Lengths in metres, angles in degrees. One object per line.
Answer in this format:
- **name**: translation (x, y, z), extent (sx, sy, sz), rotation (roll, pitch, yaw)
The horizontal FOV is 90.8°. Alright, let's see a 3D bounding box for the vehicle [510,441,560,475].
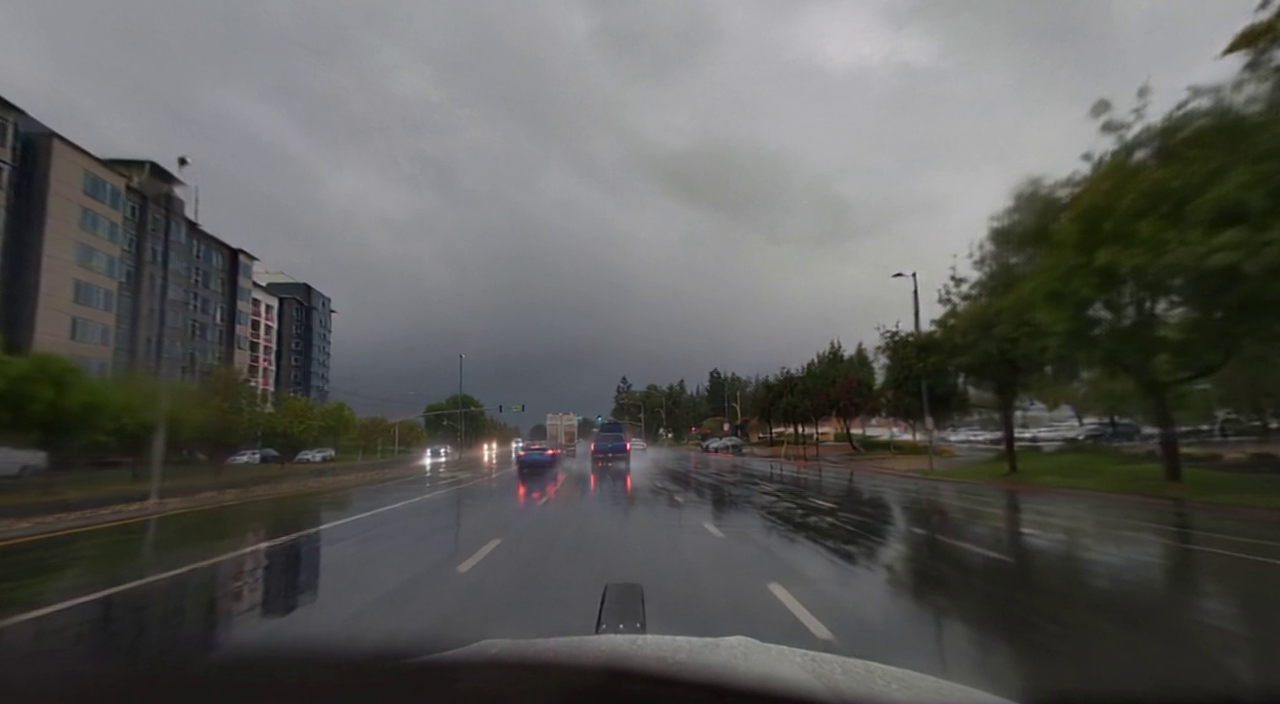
- **vehicle**: translation (-4.910, 4.986, 29.982), extent (1.904, 1.460, 4.300), rotation (0, -8, -4)

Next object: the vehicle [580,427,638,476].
- **vehicle**: translation (-1.364, 4.204, 26.817), extent (2.260, 1.872, 4.578), rotation (1, -8, -4)
